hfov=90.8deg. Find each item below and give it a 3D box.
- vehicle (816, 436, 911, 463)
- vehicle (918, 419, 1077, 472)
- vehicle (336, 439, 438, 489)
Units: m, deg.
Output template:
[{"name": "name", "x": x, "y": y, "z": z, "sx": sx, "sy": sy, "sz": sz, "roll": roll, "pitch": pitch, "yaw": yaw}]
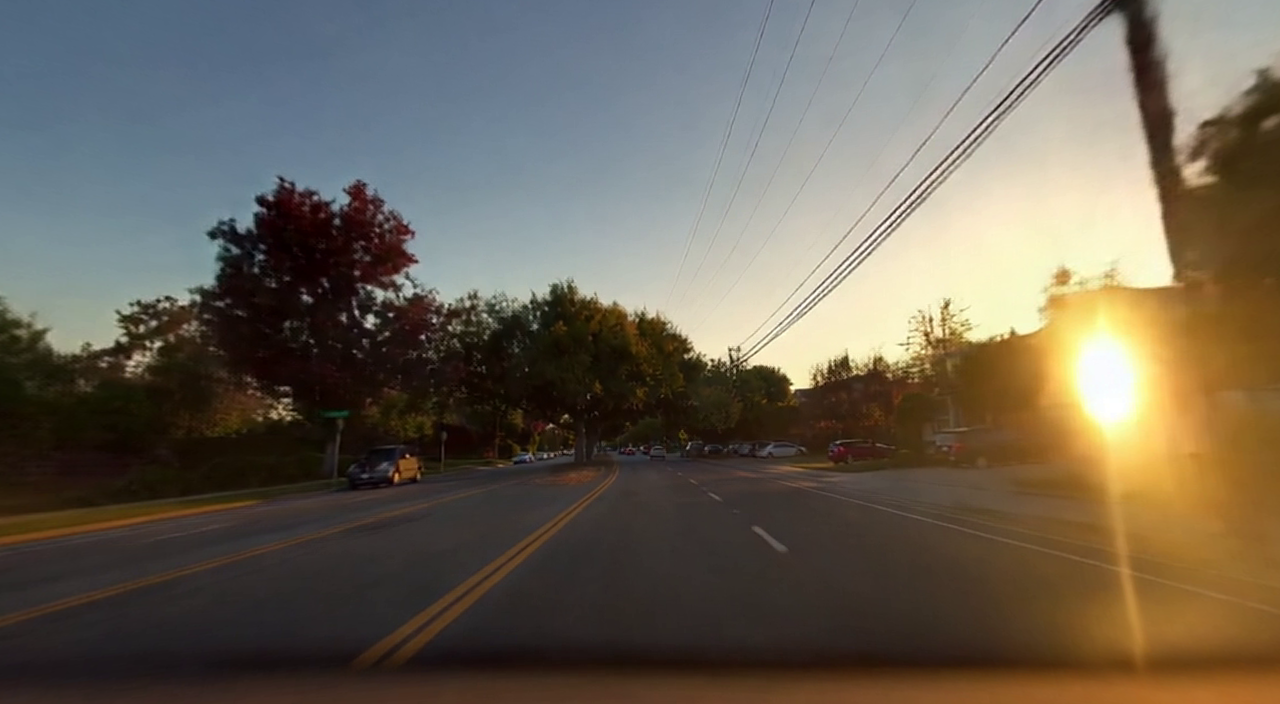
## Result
[{"name": "vehicle", "x": 13.058, "y": 5.720, "z": 37.059, "sx": 4.767, "sy": 1.557, "sz": 1.994, "roll": 0, "pitch": -8, "yaw": -1}, {"name": "vehicle", "x": 13.709, "y": 3.626, "z": 24.455, "sx": 4.793, "sy": 1.744, "sz": 2.055, "roll": -3, "pitch": -8, "yaw": 0}, {"name": "vehicle", "x": -11.111, "y": 5.003, "z": 28.307, "sx": 2.347, "sy": 1.960, "sz": 5.167, "roll": -2, "pitch": -10, "yaw": 1}]
